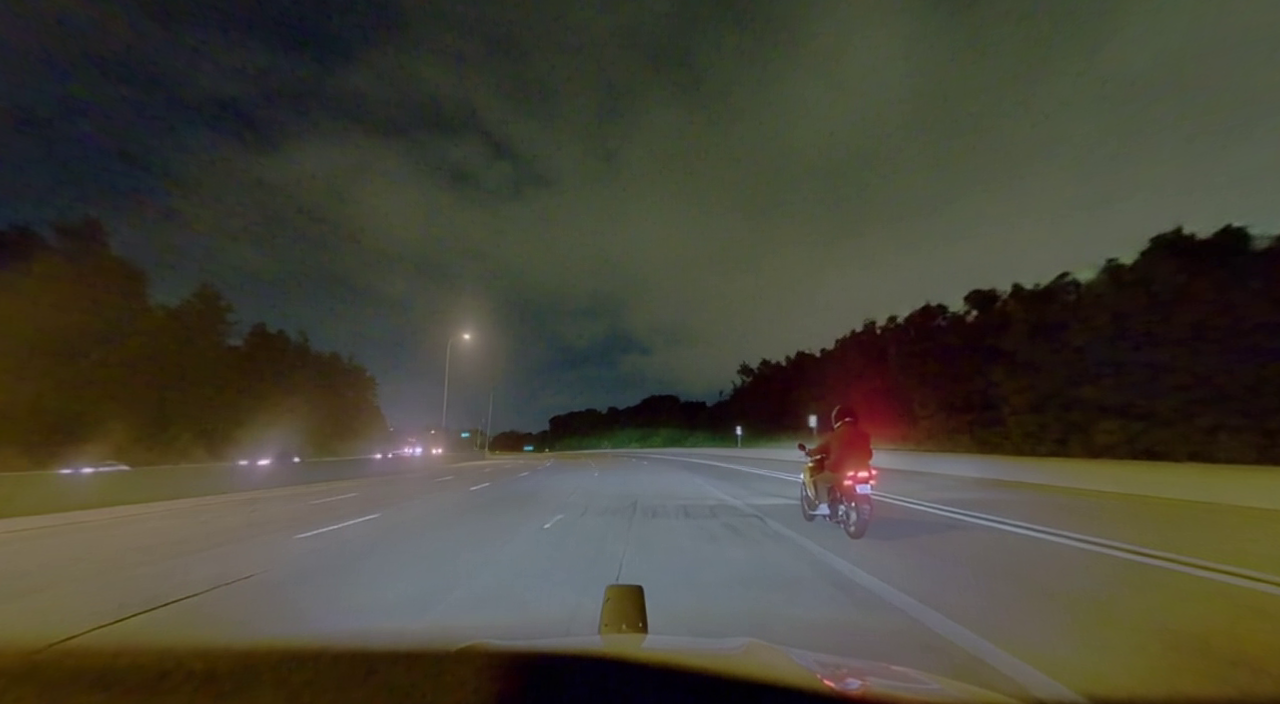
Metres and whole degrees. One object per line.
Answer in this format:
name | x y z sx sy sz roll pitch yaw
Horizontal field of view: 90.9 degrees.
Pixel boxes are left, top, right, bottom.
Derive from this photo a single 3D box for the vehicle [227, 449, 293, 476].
vehicle | -27.083 7.866 45.154 1.993 1.712 4.889 0 -8 -4
